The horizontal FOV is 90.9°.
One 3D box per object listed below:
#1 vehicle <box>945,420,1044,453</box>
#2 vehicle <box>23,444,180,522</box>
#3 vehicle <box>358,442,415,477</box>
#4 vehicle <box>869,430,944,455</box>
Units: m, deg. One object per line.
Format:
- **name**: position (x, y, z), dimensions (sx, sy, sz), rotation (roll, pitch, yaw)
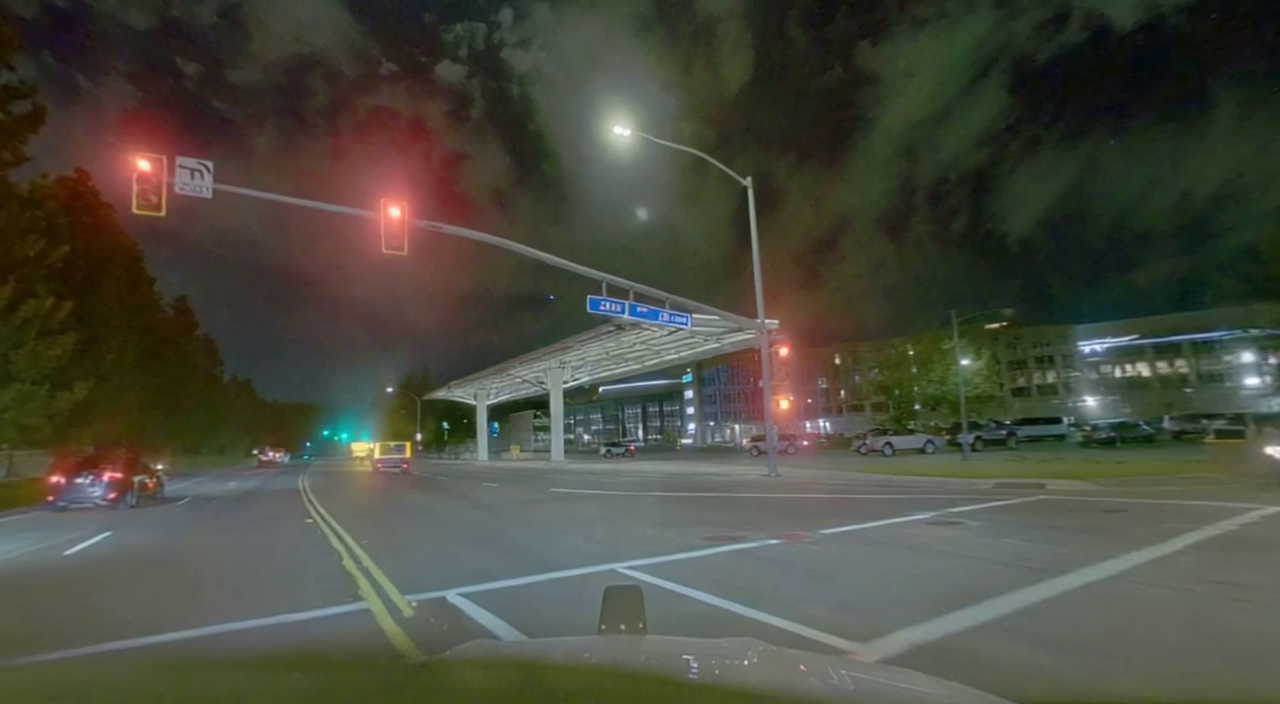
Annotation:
- **vehicle**: position (21.557, 5.206, 38.570), dimensions (1.860, 1.629, 4.805), rotation (-1, -8, -32)
- **vehicle**: position (-14.386, 3.415, 17.222), dimensions (2.097, 1.782, 4.682), rotation (4, -9, -27)
- **vehicle**: position (-14.178, 5.926, 35.120), dimensions (2.345, 1.803, 4.261), rotation (4, -9, -28)
- **vehicle**: position (18.366, 6.285, 43.698), dimensions (1.796, 1.445, 4.535), rotation (-1, -7, -29)
